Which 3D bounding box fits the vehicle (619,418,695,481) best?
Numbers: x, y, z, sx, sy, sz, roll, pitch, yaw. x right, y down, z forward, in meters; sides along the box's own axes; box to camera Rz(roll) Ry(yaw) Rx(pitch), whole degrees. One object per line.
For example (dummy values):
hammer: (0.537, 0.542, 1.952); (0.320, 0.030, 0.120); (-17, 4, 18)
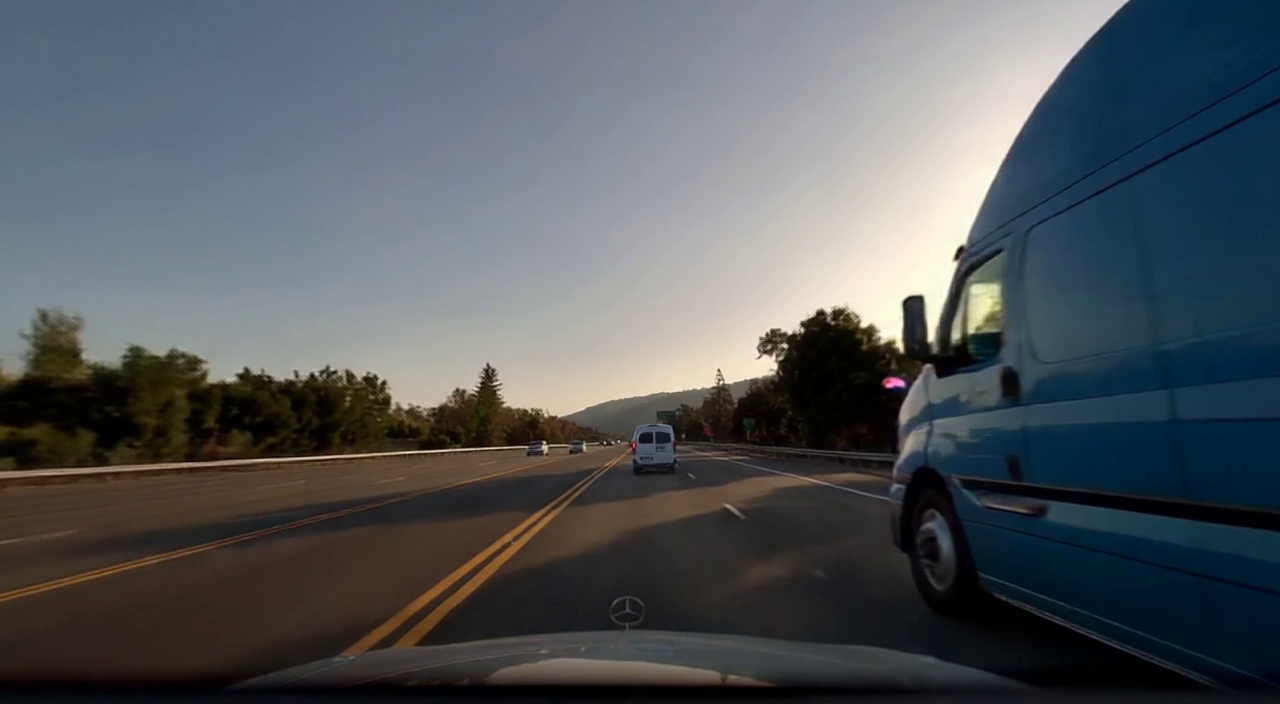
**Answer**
vehicle: (0.618, 3.540, 23.028); (2.469, 2.027, 4.554); (0, -8, 2)
